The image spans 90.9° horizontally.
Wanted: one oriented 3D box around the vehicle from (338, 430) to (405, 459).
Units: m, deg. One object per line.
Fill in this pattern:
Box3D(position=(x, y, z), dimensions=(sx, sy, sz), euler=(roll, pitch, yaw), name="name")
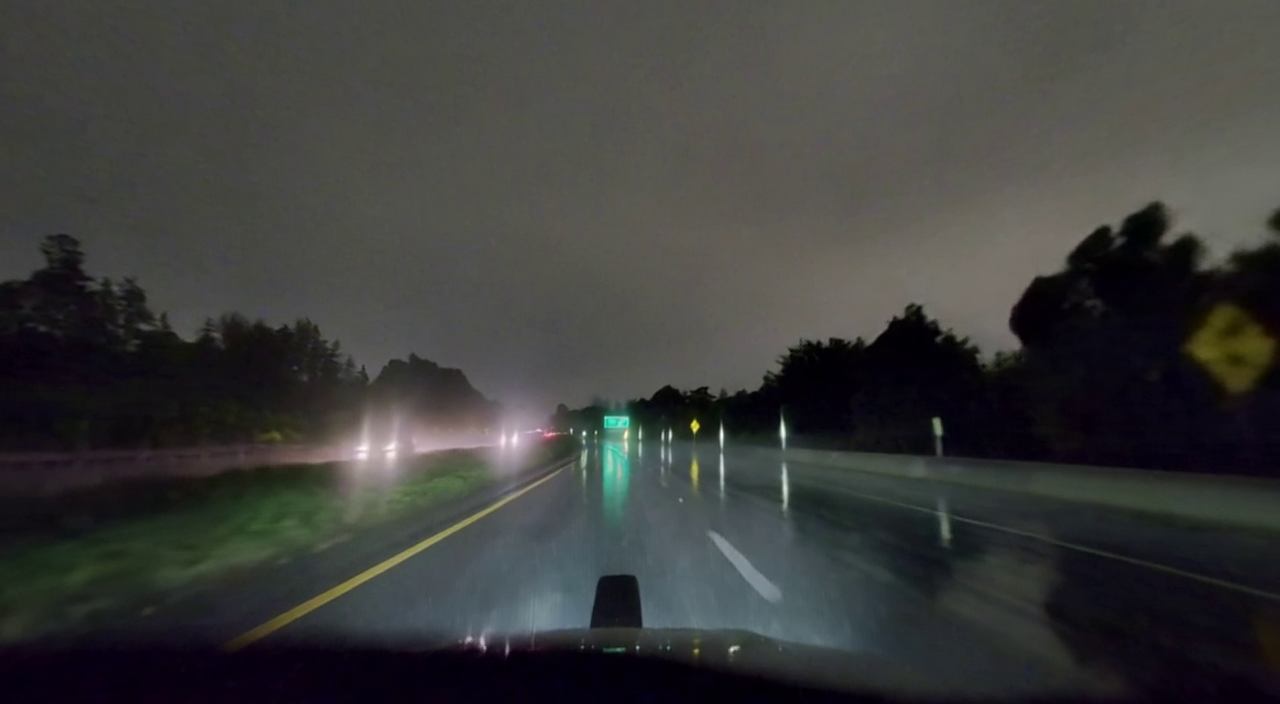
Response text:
Box3D(position=(-14.795, 5.104, 34.979), dimensions=(1.833, 1.495, 4.497), euler=(0, -8, -2), name="vehicle")
